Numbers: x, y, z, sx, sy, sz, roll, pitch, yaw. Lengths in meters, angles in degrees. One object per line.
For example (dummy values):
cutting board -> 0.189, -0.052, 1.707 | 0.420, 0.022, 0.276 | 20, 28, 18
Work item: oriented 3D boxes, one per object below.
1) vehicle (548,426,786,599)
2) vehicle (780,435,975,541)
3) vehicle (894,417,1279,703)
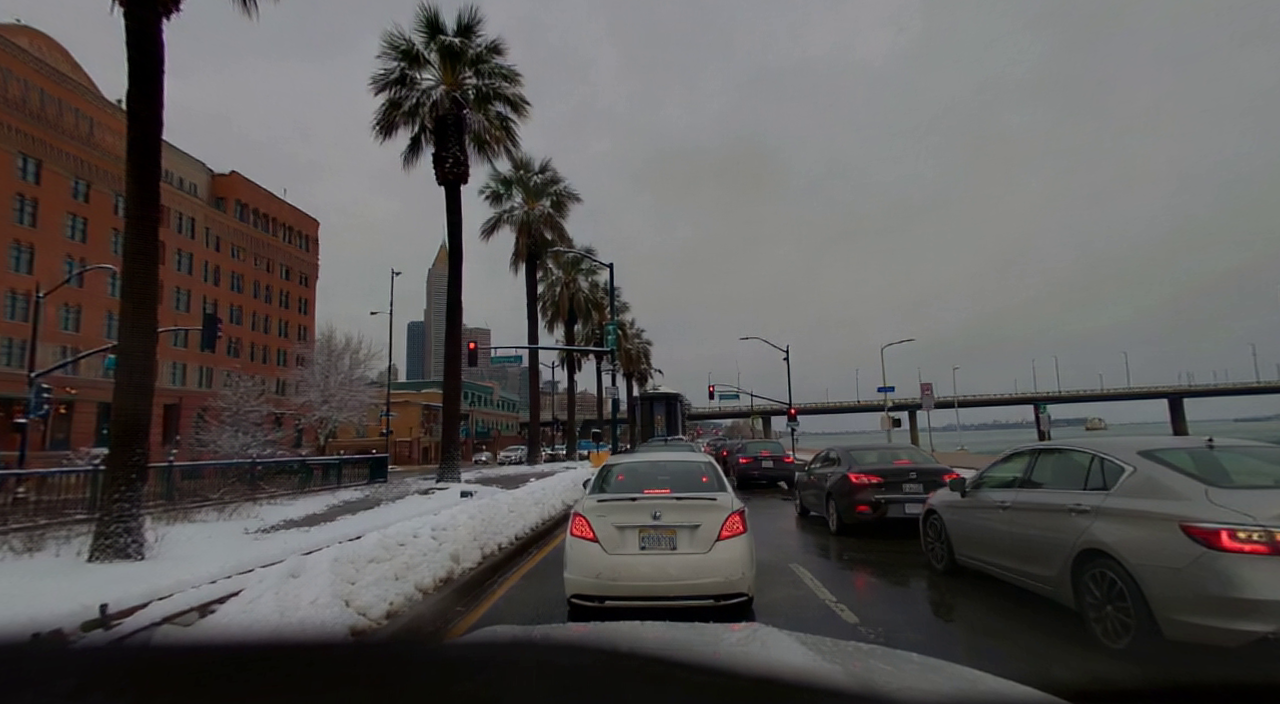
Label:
vehicle -> 0.265, 1.697, 7.473 | 2.093, 1.503, 3.681 | 0, -9, 1
vehicle -> 3.891, 2.288, 11.299 | 1.920, 1.490, 4.417 | -1, -9, 3
vehicle -> 3.914, 1.363, 5.078 | 1.913, 1.469, 4.425 | 0, -9, 1
